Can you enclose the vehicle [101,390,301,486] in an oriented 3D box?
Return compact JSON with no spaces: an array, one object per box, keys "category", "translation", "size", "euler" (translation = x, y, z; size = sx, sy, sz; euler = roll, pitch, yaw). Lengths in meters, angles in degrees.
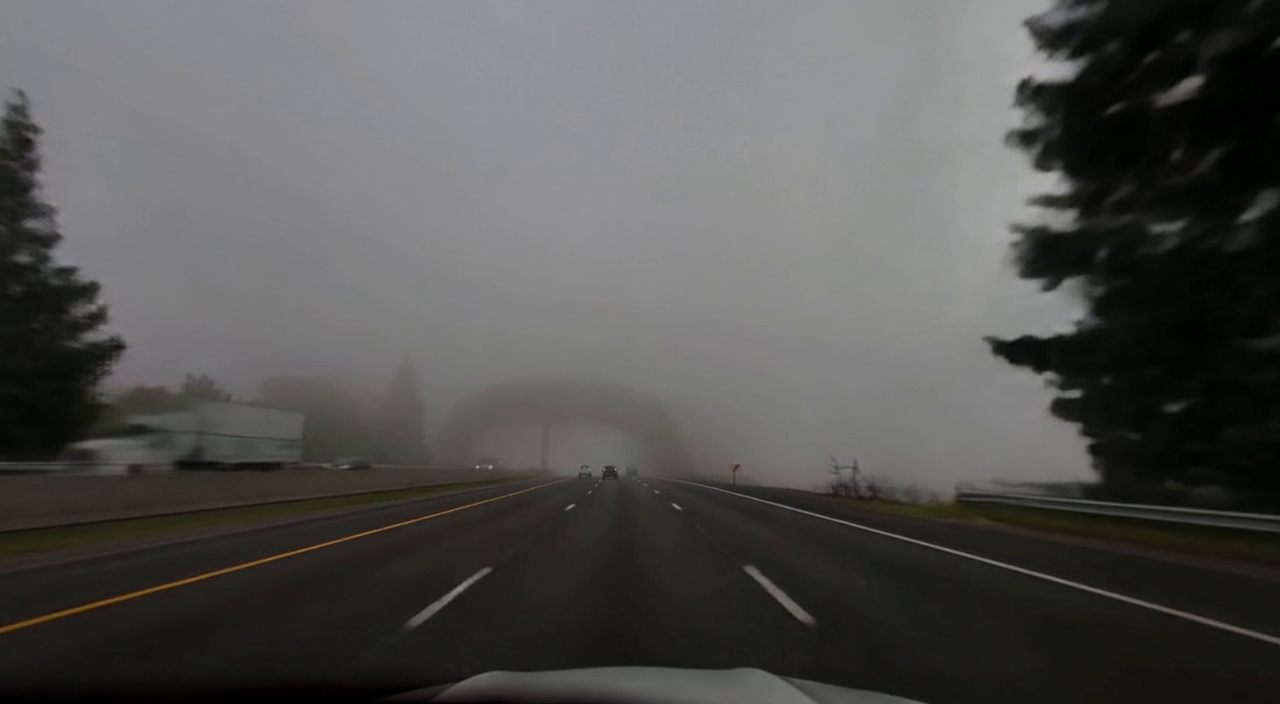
[{"category":"vehicle","translation":[-20.424,4.340,30.408],"size":[2.936,3.889,9.299],"euler":[1,-10,-1]}]
